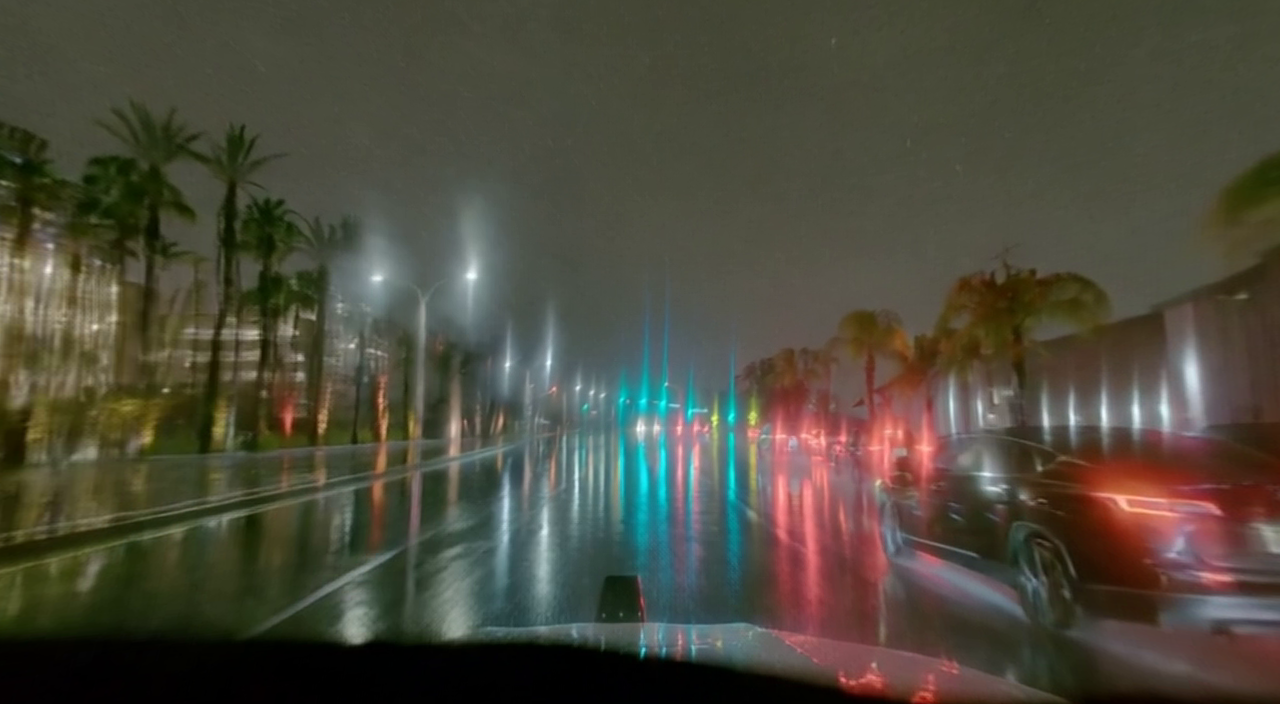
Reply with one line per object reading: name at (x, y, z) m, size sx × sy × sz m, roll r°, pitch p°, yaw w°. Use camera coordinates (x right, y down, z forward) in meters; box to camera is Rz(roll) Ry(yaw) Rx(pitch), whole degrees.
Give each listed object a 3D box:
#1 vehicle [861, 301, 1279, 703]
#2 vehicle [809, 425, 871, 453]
vehicle at (3.589, 0.999, 4.530) m, size 2.219 × 1.795 × 4.718 m, roll 0°, pitch -8°, yaw -1°
vehicle at (11.411, 5.019, 36.339) m, size 1.871 × 1.465 × 4.395 m, roll 0°, pitch -8°, yaw -4°
